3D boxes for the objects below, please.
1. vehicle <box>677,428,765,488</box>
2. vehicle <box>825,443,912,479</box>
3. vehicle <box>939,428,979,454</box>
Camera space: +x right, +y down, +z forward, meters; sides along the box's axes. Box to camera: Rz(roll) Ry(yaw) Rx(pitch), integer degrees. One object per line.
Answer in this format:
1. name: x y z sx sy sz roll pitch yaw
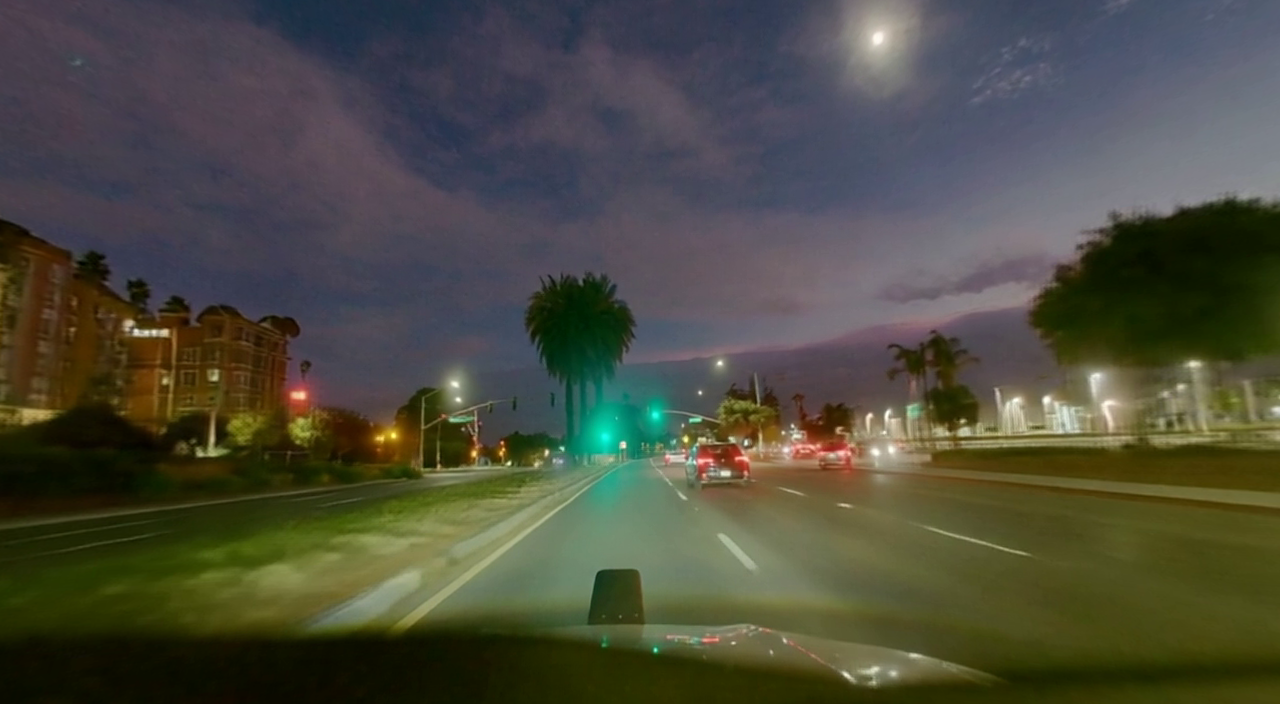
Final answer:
1. vehicle: 2.912 4.027 24.232 2.559 2.017 5.562 0 -9 0
2. vehicle: 10.130 4.859 28.503 1.989 1.472 5.054 0 -9 0
3. vehicle: 23.416 6.599 46.306 1.974 1.755 4.836 -6 -11 32
